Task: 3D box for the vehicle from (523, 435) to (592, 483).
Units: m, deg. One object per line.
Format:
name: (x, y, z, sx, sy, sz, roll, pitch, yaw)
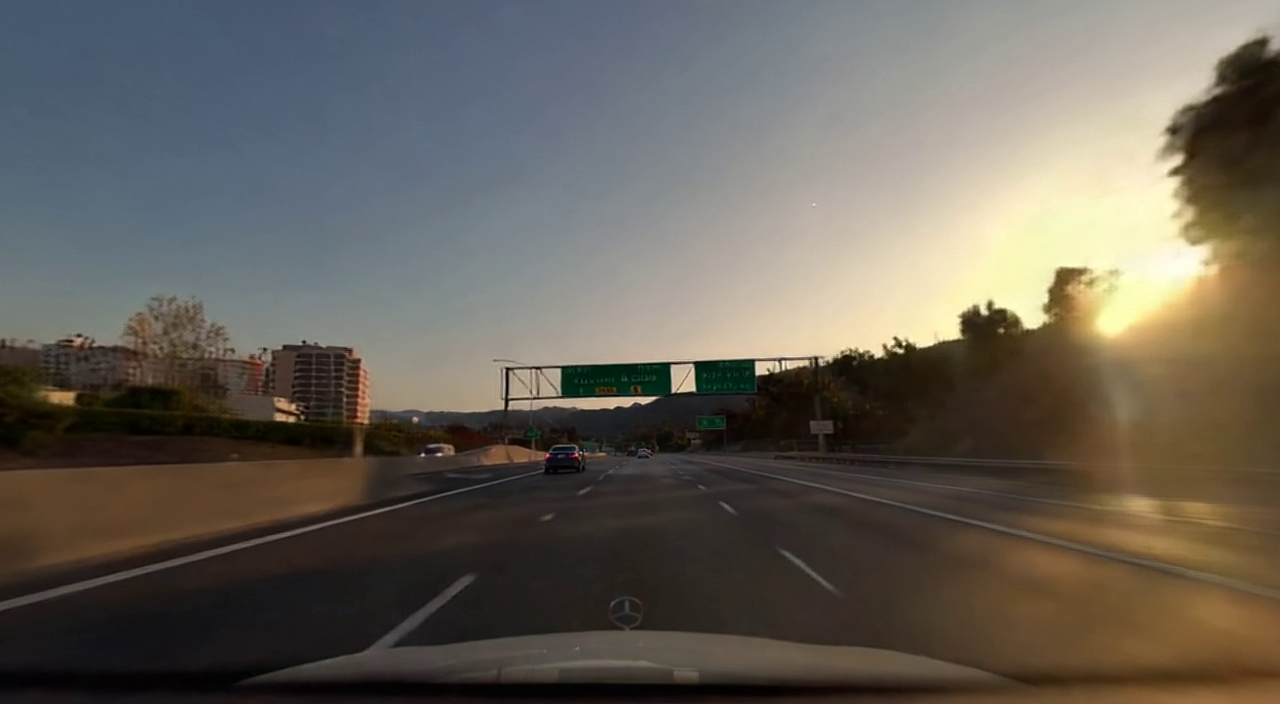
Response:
vehicle: (-3.107, 4.148, 24.766, 2.072, 1.706, 4.359, 0, -8, 1)
